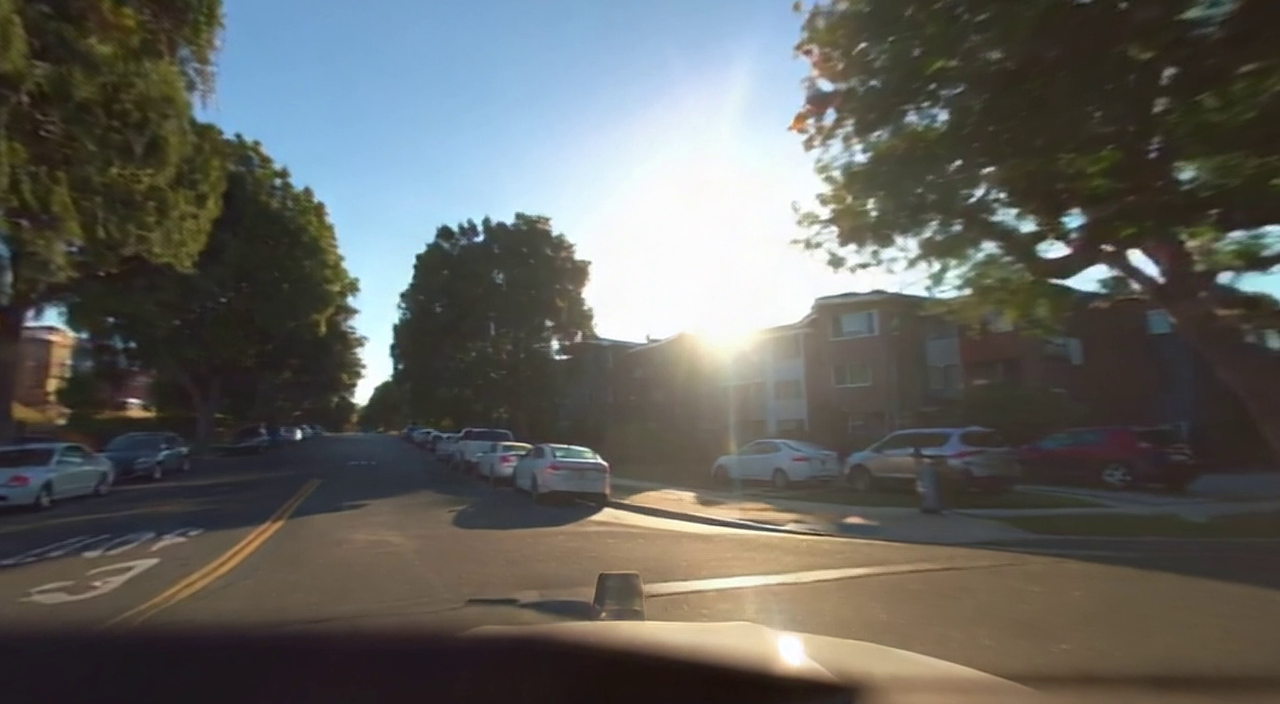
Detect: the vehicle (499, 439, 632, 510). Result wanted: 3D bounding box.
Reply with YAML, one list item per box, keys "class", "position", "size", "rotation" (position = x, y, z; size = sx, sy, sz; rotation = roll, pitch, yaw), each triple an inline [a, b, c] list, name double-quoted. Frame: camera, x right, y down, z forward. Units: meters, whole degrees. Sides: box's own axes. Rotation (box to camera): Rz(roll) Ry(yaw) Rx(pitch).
- class: "vehicle"
  position: [-1.978, 2.820, 15.096]
  size: [1.977, 1.410, 4.744]
  rotation: [3, -9, -22]

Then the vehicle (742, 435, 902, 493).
- class: "vehicle"
  position: [5.010, 3.041, 17.394]
  size: [3.821, 1.417, 2.061]
  rotation: [4, -10, -26]

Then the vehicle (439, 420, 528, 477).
- class: "vehicle"
  position: [-6.447, 3.860, 25.290]
  size: [2.365, 1.970, 6.011]
  rotation: [4, -9, -24]

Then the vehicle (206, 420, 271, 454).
- class: "vehicle"
  position: [-24.225, 5.212, 38.188]
  size: [2.384, 1.781, 5.492]
  rotation: [1, -9, -23]

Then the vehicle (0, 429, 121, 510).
- class: "vehicle"
  position: [-13.616, 2.558, 13.897]
  size: [2.067, 1.510, 4.501]
  rotation: [2, -9, -23]

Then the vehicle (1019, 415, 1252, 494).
- class: "vehicle"
  position: [11.085, 2.286, 14.148]
  size: [4.413, 1.549, 1.918]
  rotation: [3, -9, -19]

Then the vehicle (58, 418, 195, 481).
- class: "vehicle"
  position: [-17.037, 3.298, 21.265]
  size: [2.235, 1.802, 5.138]
  rotation: [1, -9, -24]

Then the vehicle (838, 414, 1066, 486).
- class: "vehicle"
  position: [7.717, 2.407, 15.522]
  size: [5.312, 1.533, 2.104]
  rotation: [4, -9, -25]
